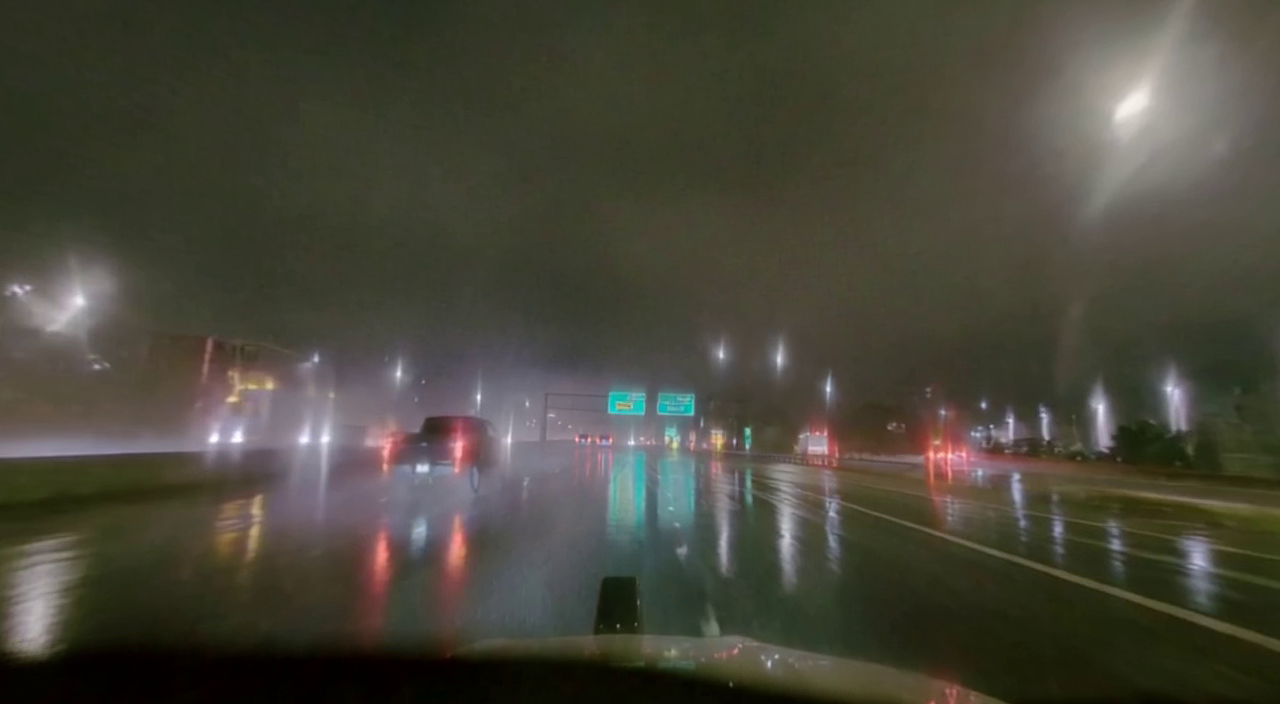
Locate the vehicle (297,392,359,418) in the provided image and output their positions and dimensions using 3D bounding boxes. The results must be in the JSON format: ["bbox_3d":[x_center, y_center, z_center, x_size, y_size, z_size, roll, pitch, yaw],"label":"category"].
[{"bbox_3d":[-23.708,4.082,48.020,1.990,1.703,5.121,0,-8,2],"label":"vehicle"}]

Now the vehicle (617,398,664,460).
[{"bbox_3d":[0.135,5.770,46.570,3.024,4.019,10.605,0,-8,1],"label":"vehicle"}]

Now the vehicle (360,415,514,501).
[{"bbox_3d":[-4.739,2.536,15.541,2.119,1.787,4.655,0,-8,2],"label":"vehicle"}]

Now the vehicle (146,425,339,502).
[{"bbox_3d":[-8.810,2.470,14.414,1.845,1.493,3.799,0,-8,2],"label":"vehicle"}]

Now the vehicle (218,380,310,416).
[{"bbox_3d":[-24.001,3.058,40.478,2.348,1.985,5.488,0,-8,2],"label":"vehicle"}]
